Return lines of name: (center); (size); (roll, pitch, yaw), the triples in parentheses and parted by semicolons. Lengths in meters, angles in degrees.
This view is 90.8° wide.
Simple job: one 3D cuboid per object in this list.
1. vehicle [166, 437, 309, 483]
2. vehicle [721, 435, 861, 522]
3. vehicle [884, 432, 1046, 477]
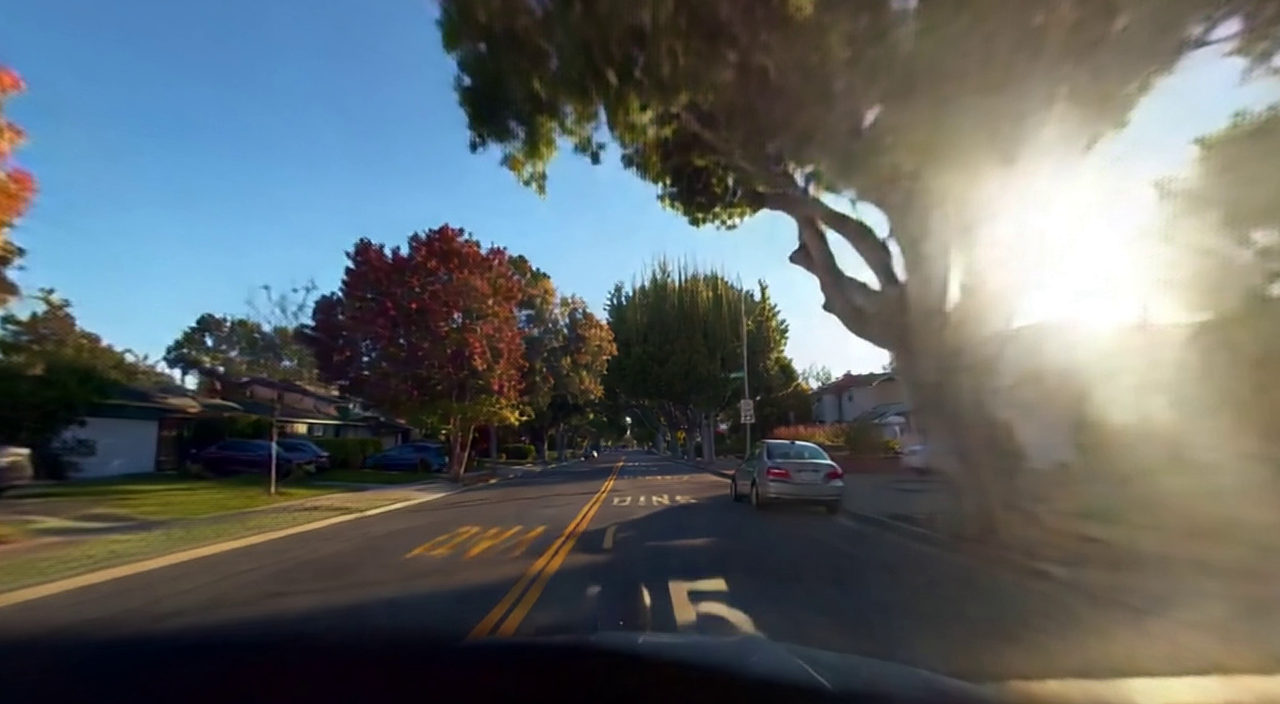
vehicle: (-16.147, 4.336, 25.551); (4.331, 1.738, 2.067); (0, -9, 1)
vehicle: (3.152, 2.725, 14.279); (1.988, 1.618, 4.567); (0, -8, -1)
vehicle: (11.282, 3.583, 22.220); (4.472, 1.481, 2.143); (0, -8, 0)
